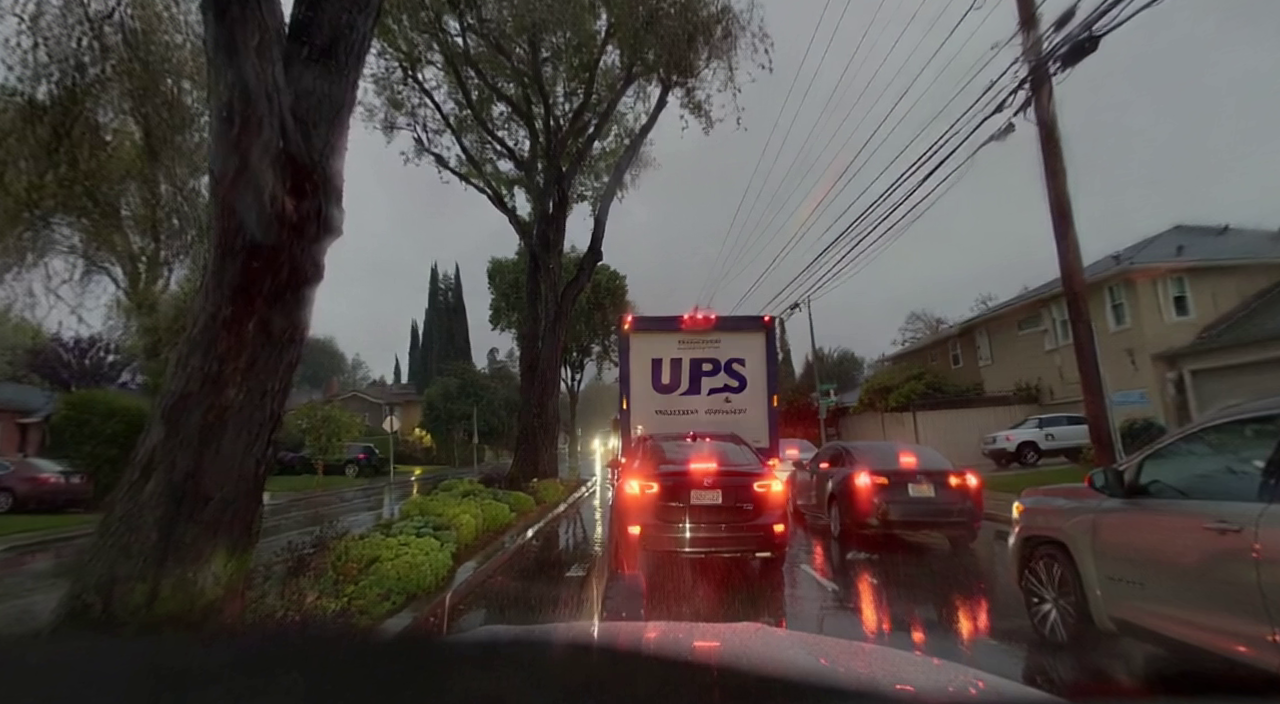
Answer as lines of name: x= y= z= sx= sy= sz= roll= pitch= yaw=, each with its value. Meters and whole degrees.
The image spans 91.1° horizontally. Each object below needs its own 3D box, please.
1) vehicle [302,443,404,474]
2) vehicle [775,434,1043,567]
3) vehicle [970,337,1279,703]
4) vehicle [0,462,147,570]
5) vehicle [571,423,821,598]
vehicle: x=-17.432 y=6.473 z=38.300 sx=5.274 sy=1.793 sz=1.921 roll=0 pitch=-8 yaw=3
vehicle: x=3.513 y=2.008 z=9.349 sx=1.993 sy=1.479 sz=4.487 roll=0 pitch=-8 yaw=0
vehicle: x=3.315 y=0.773 z=1.935 sx=2.069 sy=1.722 sz=4.888 roll=0 pitch=-8 yaw=2
vehicle: x=-10.354 y=2.488 z=9.480 sx=1.925 sy=1.482 sz=4.753 roll=0 pitch=-8 yaw=0
vehicle: x=0.479 y=1.700 z=7.681 sx=2.158 sy=1.499 sz=4.377 roll=0 pitch=-8 yaw=0
